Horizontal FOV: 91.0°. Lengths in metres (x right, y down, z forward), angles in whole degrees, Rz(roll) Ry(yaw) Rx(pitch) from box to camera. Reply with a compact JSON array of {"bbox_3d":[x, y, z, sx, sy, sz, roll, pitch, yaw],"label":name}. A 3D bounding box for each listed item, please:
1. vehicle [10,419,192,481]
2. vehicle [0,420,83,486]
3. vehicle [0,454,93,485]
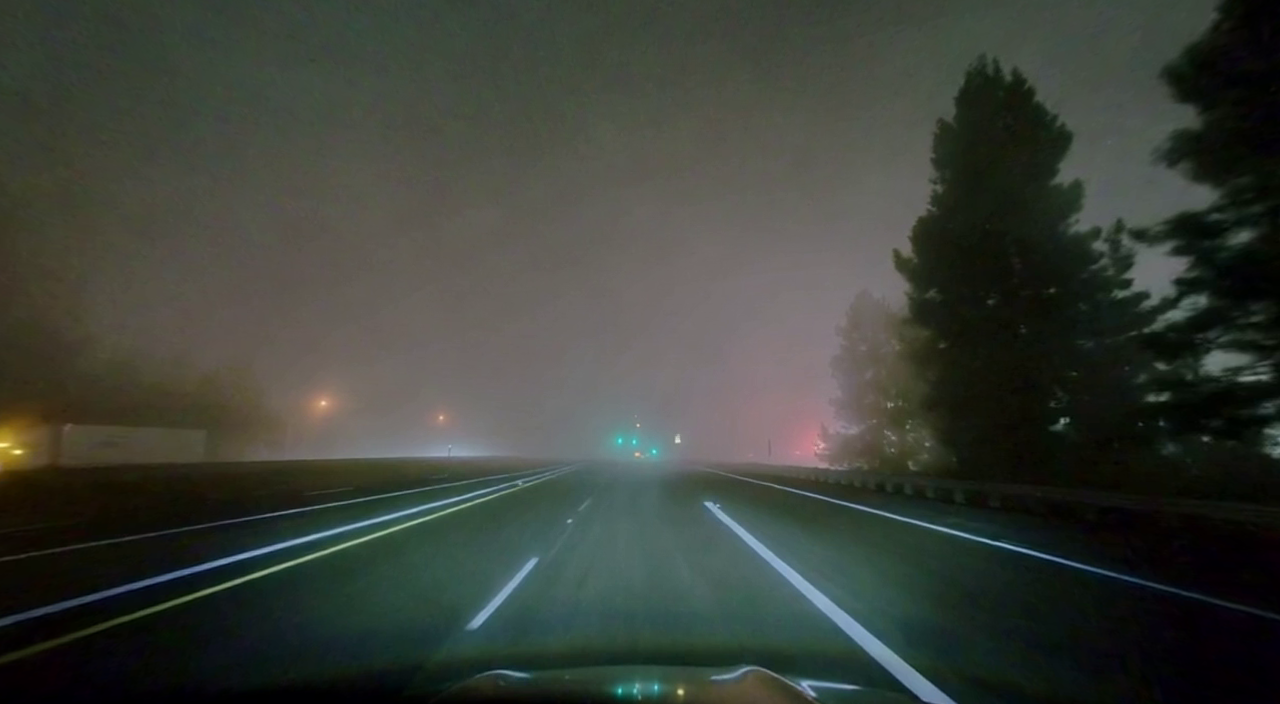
[{"bbox_3d":[-39.483,7.334,47.179,2.918,4.003,12.072,0,-9,0],"label":"vehicle"},{"bbox_3d":[-39.493,6.345,39.784,2.934,3.871,5.987,0,-9,-1],"label":"vehicle"},{"bbox_3d":[-35.130,6.869,37.048,1.862,1.620,4.443,0,-9,1],"label":"vehicle"}]
